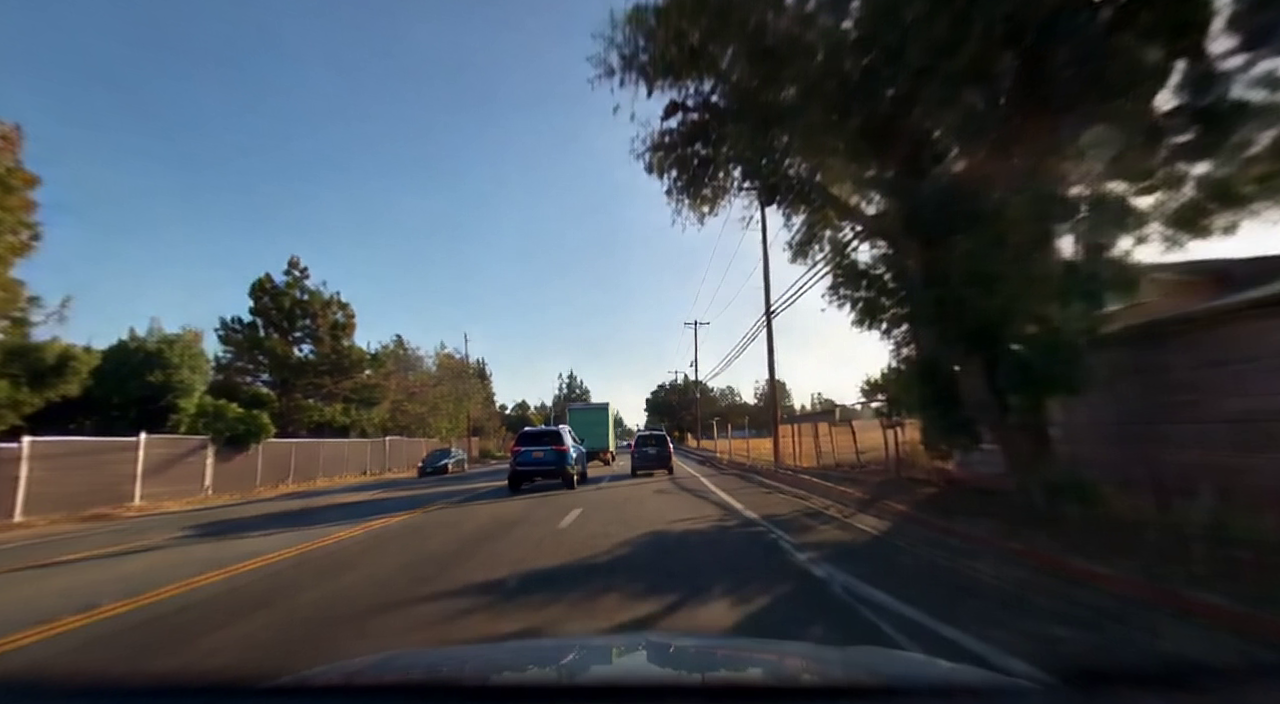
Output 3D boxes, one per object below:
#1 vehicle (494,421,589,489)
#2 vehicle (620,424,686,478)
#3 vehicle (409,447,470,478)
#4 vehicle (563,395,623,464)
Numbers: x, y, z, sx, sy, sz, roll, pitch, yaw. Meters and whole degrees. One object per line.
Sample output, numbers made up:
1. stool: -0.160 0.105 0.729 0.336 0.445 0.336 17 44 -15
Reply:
1. vehicle: -2.868 3.145 19.502 2.093 1.832 4.508 0 -8 2
2. vehicle: 0.426 3.535 22.662 2.174 1.749 4.113 0 -8 0
3. vehicle: -11.562 6.378 36.664 2.052 1.401 4.191 -6 -8 0
4. vehicle: -2.640 4.913 39.134 2.928 3.658 10.953 0 -8 0
